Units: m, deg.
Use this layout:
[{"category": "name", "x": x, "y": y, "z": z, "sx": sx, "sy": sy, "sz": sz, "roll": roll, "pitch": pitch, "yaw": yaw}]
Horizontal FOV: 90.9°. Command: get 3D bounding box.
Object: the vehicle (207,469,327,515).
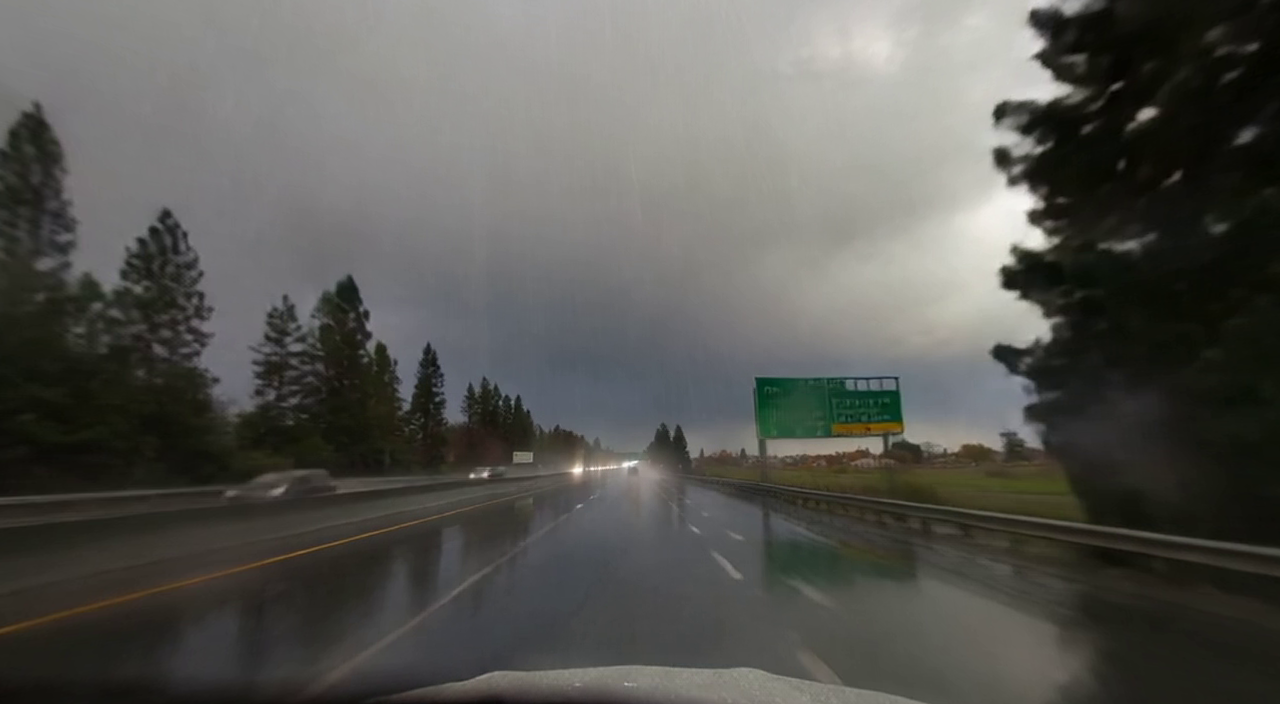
[{"category": "vehicle", "x": -13.010, "y": 4.874, "z": 22.286, "sx": 1.780, "sy": 1.441, "sz": 4.041, "roll": 1, "pitch": -11, "yaw": -1}]
